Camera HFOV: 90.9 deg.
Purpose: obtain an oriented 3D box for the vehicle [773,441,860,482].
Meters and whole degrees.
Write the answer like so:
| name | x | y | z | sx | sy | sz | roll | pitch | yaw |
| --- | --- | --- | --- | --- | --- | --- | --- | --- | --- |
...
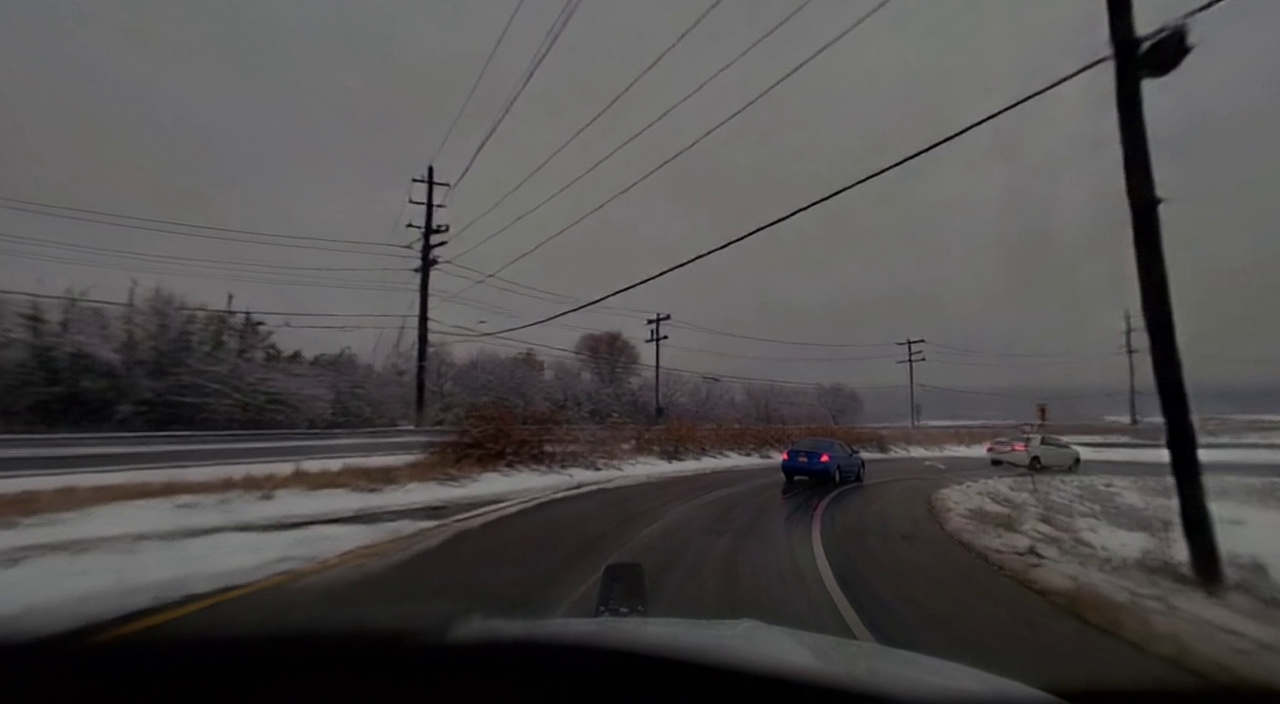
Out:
| name | x | y | z | sx | sy | sz | roll | pitch | yaw |
| --- | --- | --- | --- | --- | --- | --- | --- | --- | --- |
| vehicle | 6.776 | 4.090 | 23.915 | 2.026 | 1.407 | 4.374 | -5 | -10 | 31 |

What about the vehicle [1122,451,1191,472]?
| name | x | y | z | sx | sy | sz | roll | pitch | yaw |
| --- | --- | --- | --- | --- | --- | --- | --- | --- | --- |
| vehicle | 39.154 | 8.285 | 47.843 | 4.102 | 1.552 | 1.931 | 2 | -9 | -15 |

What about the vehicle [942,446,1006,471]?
| name | x | y | z | sx | sy | sz | roll | pitch | yaw |
| --- | --- | --- | --- | --- | --- | --- | --- | --- | --- |
| vehicle | 21.200 | 6.693 | 39.953 | 4.307 | 1.465 | 1.836 | 6 | -10 | -36 |
